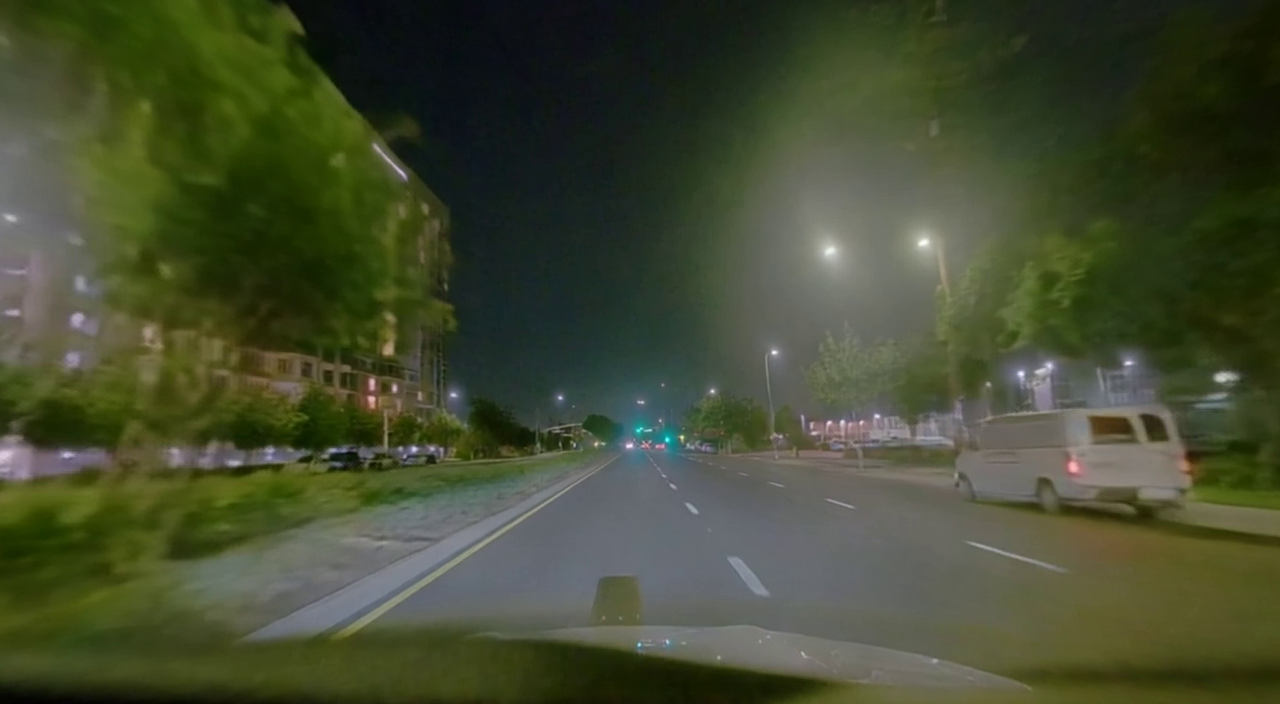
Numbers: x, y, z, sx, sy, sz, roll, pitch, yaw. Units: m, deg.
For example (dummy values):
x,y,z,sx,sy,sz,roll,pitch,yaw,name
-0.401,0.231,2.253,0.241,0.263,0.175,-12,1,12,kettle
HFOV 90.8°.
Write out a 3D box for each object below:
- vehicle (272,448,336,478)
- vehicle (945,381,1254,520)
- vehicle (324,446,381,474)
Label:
x,y,z,sx,sy,sz,roll,pitch,yaw,name
-22.117,7.309,41.734,1.863,1.845,4.073,0,-8,1,vehicle
9.872,2.242,14.613,2.456,2.534,5.930,0,-9,-2,vehicle
-21.261,7.980,46.963,1.879,1.757,4.656,-3,-7,2,vehicle
